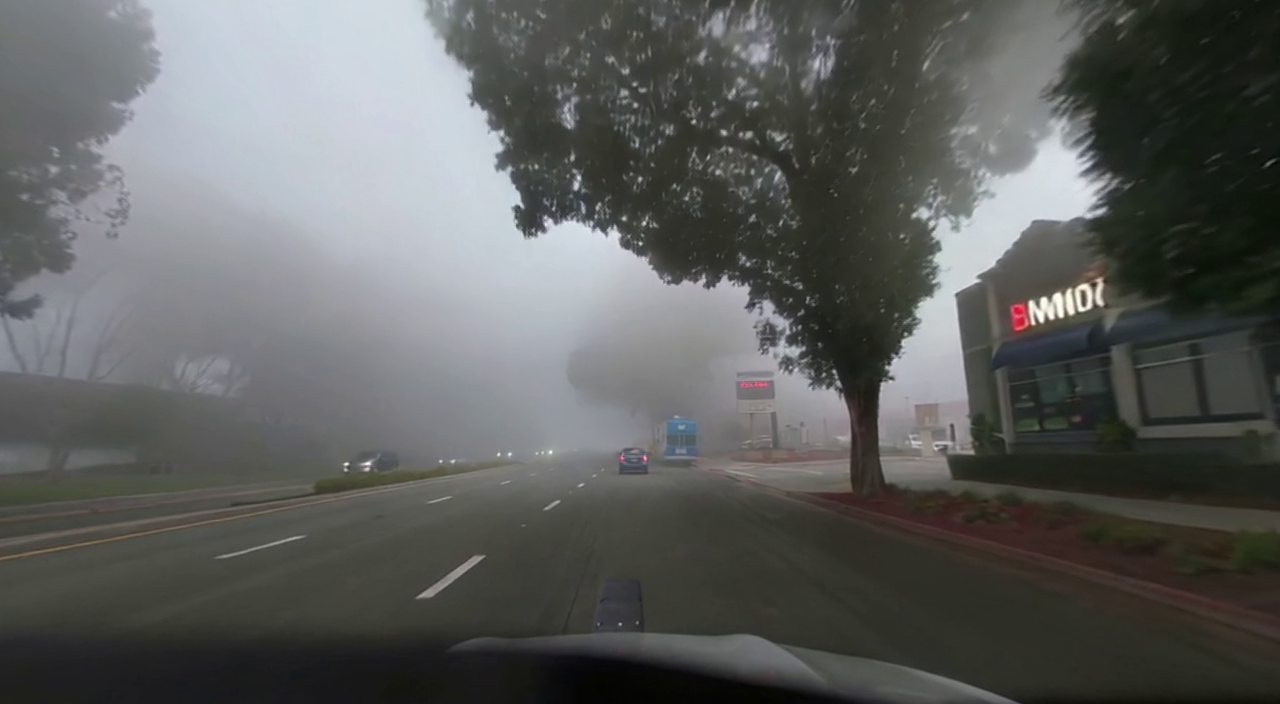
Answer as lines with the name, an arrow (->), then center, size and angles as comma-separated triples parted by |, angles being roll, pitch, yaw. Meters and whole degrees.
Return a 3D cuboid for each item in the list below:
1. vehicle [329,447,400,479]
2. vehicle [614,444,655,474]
vehicle -> -15.532, 6.272, 35.920 | 2.041, 1.685, 4.571 | 0, -9, -1
vehicle -> -0.391, 5.858, 34.642 | 2.103, 1.506, 4.742 | 0, -9, -2
